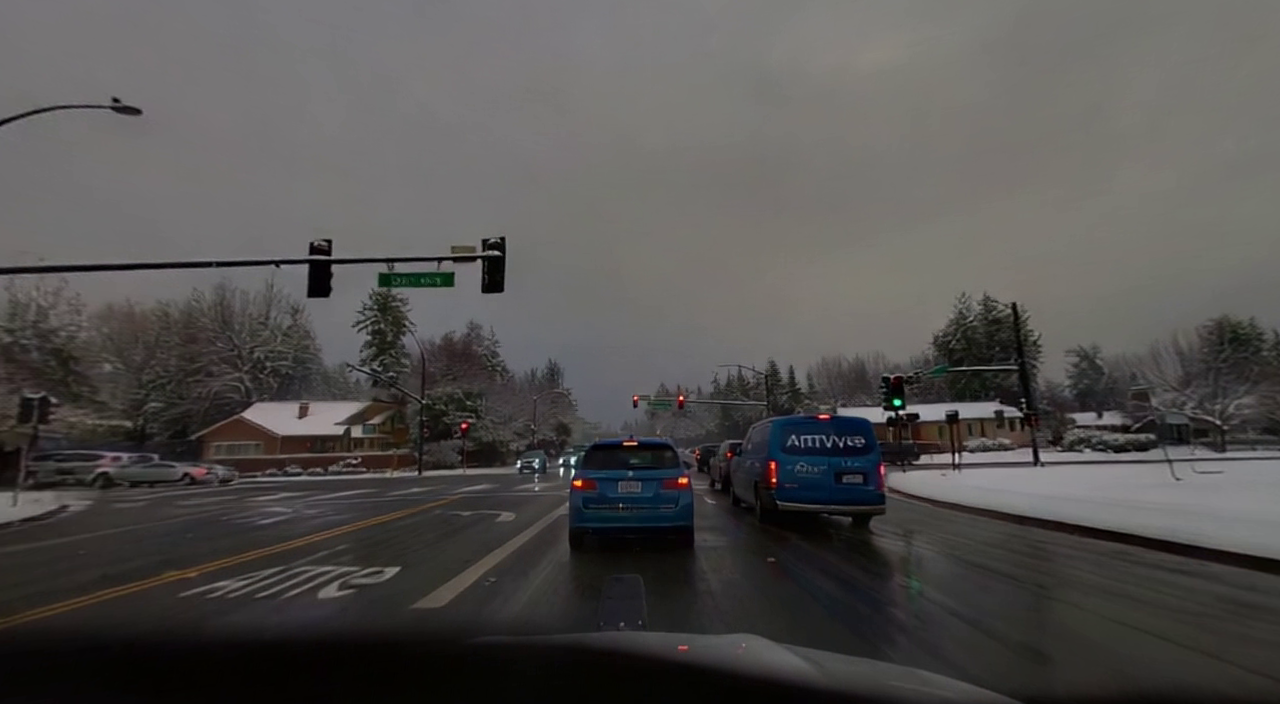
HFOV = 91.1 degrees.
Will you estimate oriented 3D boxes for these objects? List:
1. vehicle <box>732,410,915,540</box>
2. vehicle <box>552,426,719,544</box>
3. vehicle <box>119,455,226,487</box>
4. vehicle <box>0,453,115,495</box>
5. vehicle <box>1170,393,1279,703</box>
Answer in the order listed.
[{"bbox_3d":[3.082,2.175,11.631,2.059,1.924,4.257,0,-9,0],"label":"vehicle"},{"bbox_3d":[-0.045,2.189,10.980,2.321,1.624,4.367,0,-9,1],"label":"vehicle"},{"bbox_3d":[-25.219,6.395,34.003,4.073,1.603,1.920,1,-9,-8],"label":"vehicle"},{"bbox_3d":[-28.399,5.769,29.810,4.757,1.841,2.121,1,-9,-7],"label":"vehicle"},{"bbox_3d":[3.234,0.614,0.325,1.934,1.506,4.544,0,-9,0],"label":"vehicle"}]
